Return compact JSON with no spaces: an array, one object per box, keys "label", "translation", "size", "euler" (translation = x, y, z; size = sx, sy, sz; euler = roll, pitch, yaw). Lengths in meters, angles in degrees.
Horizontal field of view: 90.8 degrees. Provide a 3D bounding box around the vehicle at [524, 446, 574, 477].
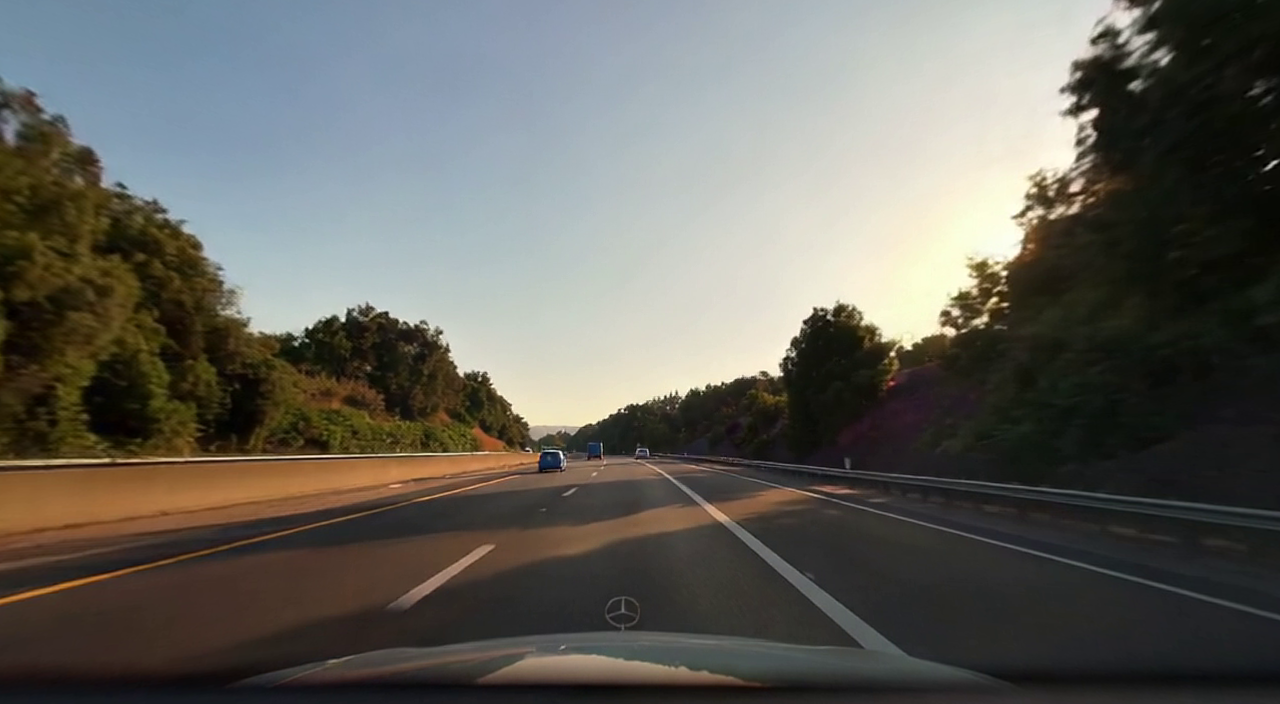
[{"label":"vehicle","translation":[-4.731,5.779,33.546],"size":[2.049,1.521,4.366],"euler":[0,-8,-1]}]
